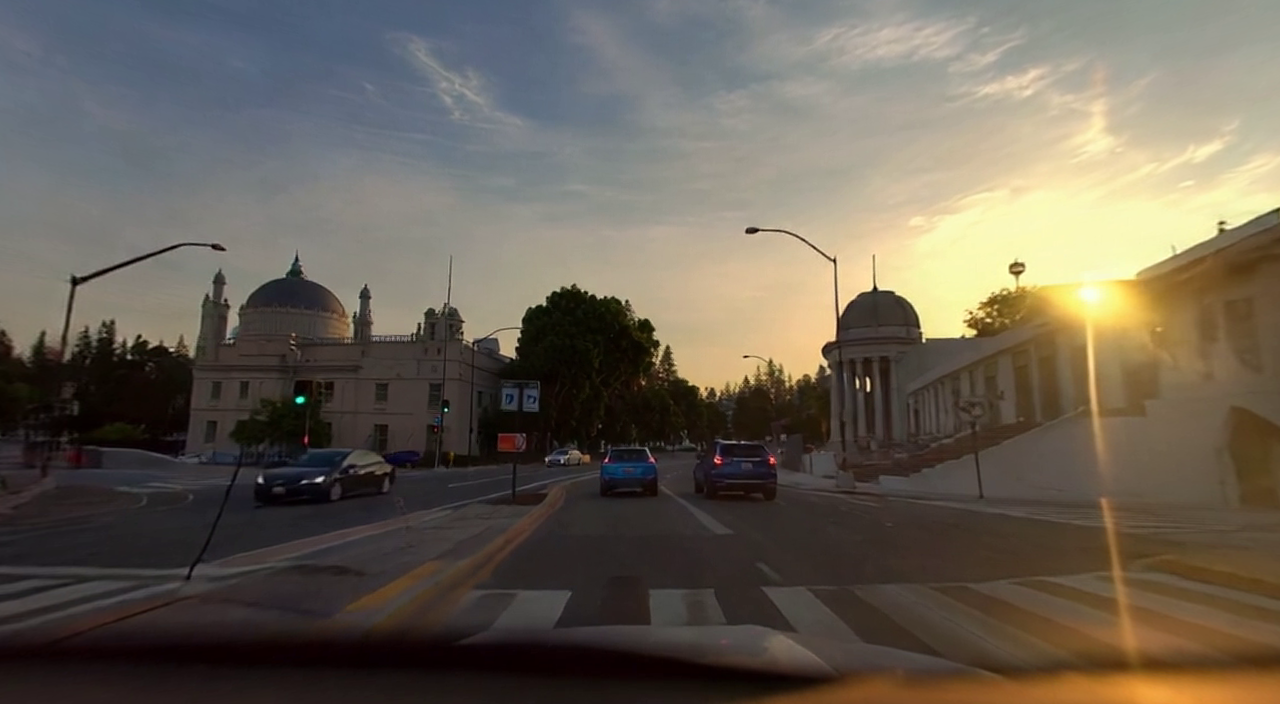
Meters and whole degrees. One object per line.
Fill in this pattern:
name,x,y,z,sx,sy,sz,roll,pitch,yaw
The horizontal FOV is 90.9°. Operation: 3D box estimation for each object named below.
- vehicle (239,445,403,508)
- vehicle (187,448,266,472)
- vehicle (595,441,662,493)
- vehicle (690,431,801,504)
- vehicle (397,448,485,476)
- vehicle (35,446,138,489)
vehicle,-8.778,3.443,17.996,2.121,1.513,4.827,0,-9,1
vehicle,-31.899,8.304,48.780,1.951,1.743,4.619,-5,-10,26
vehicle,-0.378,3.982,22.205,2.132,1.632,3.889,0,-9,0
vehicle,2.792,3.217,18.069,2.320,1.772,4.872,0,-9,0
vehicle,-11.366,6.270,36.146,2.012,1.490,4.351,-9,-12,44
vehicle,-22.123,4.520,25.136,4.653,1.459,2.228,-6,-10,39
